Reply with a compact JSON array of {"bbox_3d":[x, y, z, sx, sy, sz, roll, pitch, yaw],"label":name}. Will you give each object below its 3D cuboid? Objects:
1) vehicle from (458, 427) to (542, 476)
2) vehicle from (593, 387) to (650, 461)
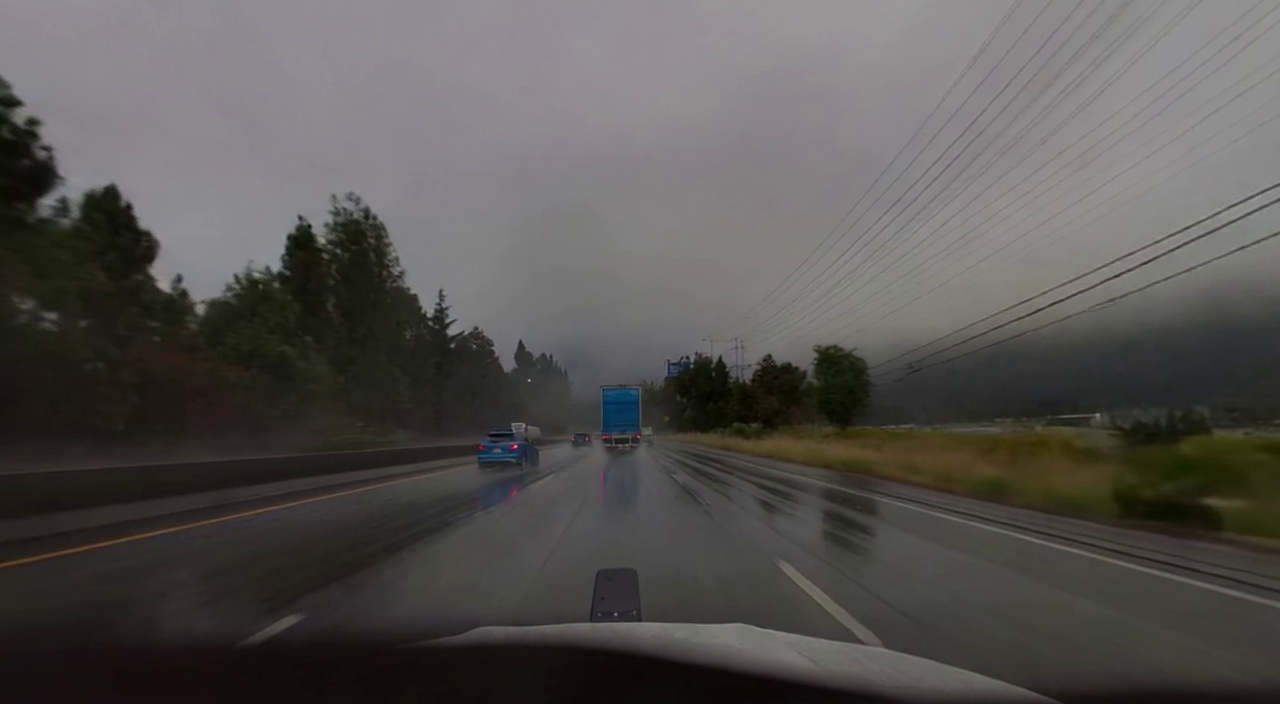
[{"bbox_3d":[-5.047,3.646,23.394,2.117,1.618,4.480,0,-8,0],"label":"vehicle"},{"bbox_3d":[-1.105,4.428,37.988,2.955,3.851,9.915,0,-8,-2],"label":"vehicle"}]
